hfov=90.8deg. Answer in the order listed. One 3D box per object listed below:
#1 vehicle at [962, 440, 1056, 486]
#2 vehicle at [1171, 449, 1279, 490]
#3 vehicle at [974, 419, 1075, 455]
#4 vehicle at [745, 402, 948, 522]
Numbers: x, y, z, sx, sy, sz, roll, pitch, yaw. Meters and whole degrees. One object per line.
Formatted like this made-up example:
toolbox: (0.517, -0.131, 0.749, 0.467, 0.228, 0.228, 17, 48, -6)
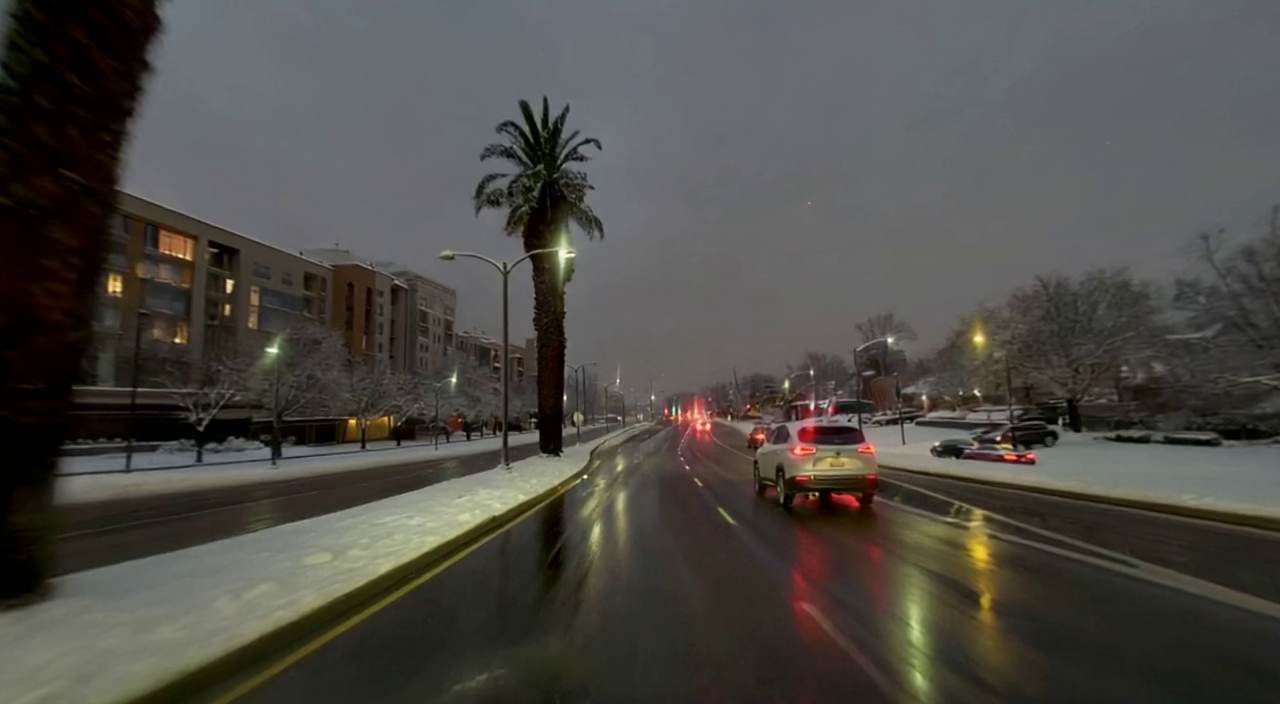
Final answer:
vehicle: (17.923, 5.359, 30.981, 1.909, 1.442, 4.265, -5, -1, -2)
vehicle: (24.011, 4.596, 24.889, 4.378, 1.489, 1.901, 0, -9, 1)
vehicle: (25.356, 5.597, 41.795, 4.991, 1.798, 2.501, -4, -2, 1)
vehicle: (3.546, 2.038, 12.043, 2.219, 1.795, 4.718, 0, -9, 0)
